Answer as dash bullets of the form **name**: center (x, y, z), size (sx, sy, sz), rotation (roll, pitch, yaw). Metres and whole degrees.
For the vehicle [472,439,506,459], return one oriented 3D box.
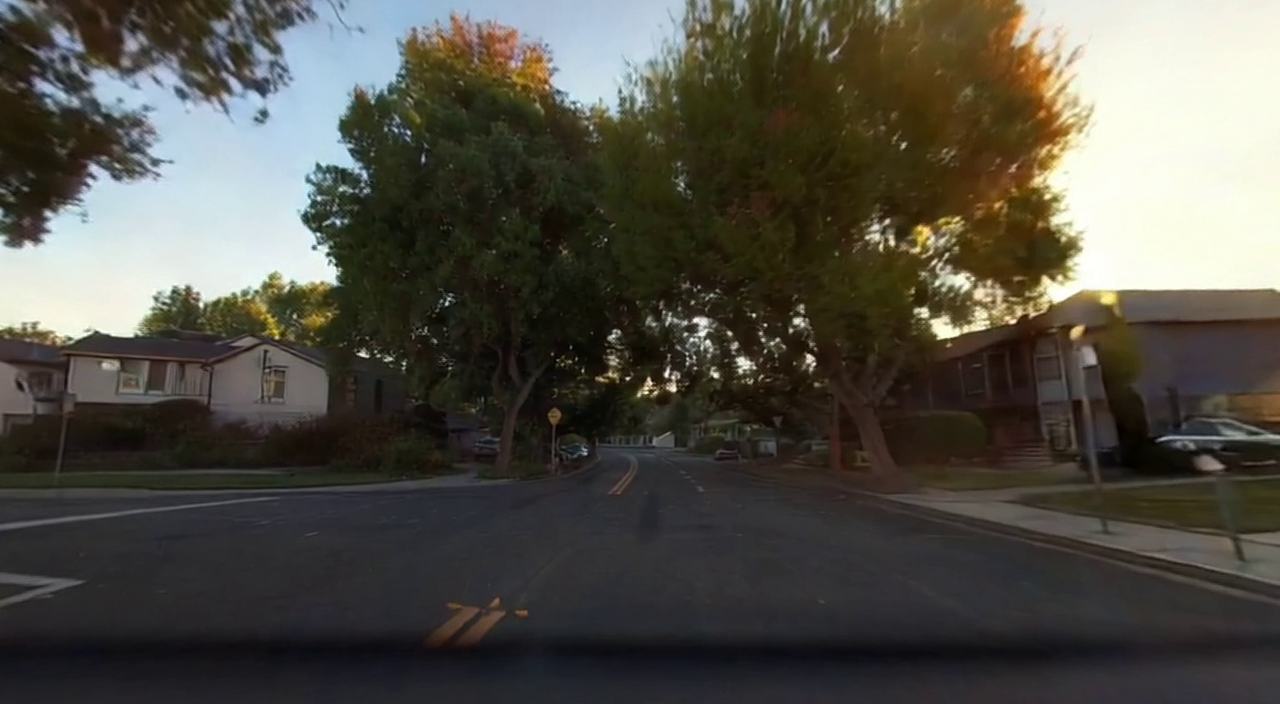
- **vehicle**: center (-11.422, 7.357, 47.939), size (1.821, 1.507, 3.621), rotation (0, -9, -3)
